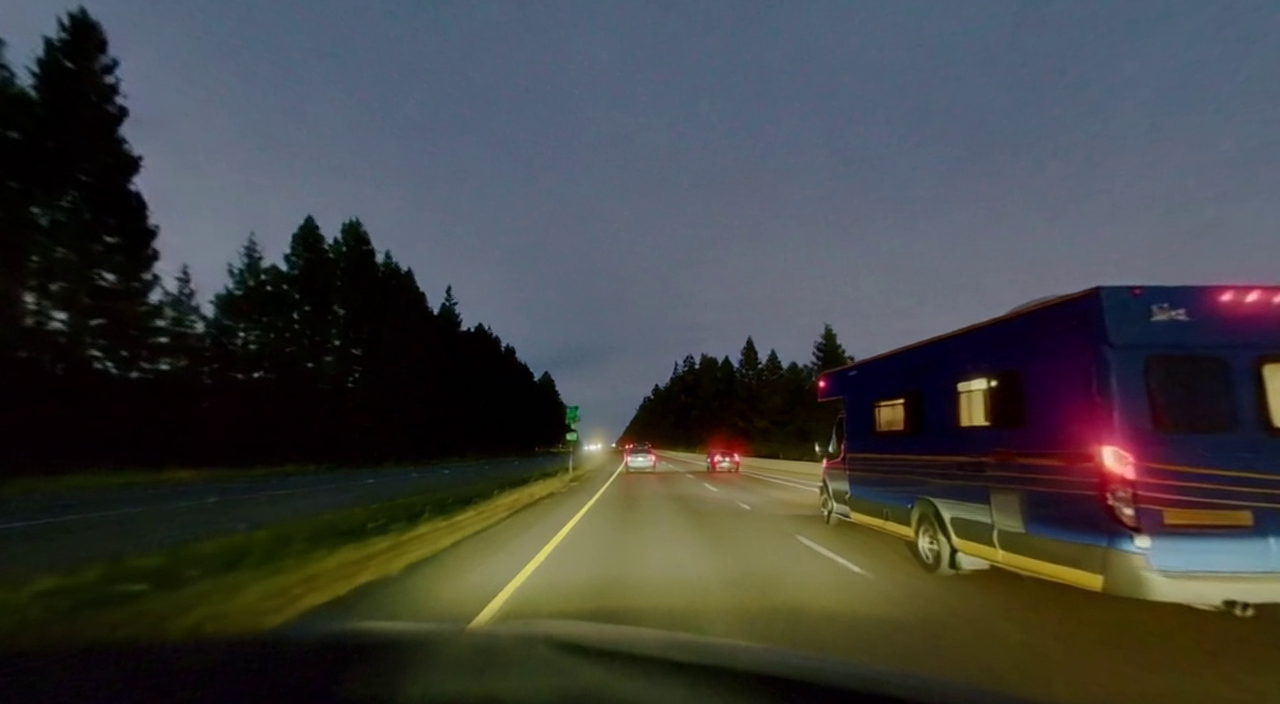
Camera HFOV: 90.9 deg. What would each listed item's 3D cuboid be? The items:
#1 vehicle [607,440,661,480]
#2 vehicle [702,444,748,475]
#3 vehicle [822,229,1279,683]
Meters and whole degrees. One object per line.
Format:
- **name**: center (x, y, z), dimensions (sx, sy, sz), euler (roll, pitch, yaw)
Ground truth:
- **vehicle**: center (-0.260, 4.614, 27.057), dimensions (2.120, 1.575, 4.018), euler (0, -9, 0)
- **vehicle**: center (4.224, 5.390, 31.702), dimensions (1.757, 1.459, 3.398), euler (0, -9, -1)
- **vehicle**: center (4.589, 1.131, 7.461), dimensions (2.745, 2.832, 7.035), euler (1, -9, 0)
